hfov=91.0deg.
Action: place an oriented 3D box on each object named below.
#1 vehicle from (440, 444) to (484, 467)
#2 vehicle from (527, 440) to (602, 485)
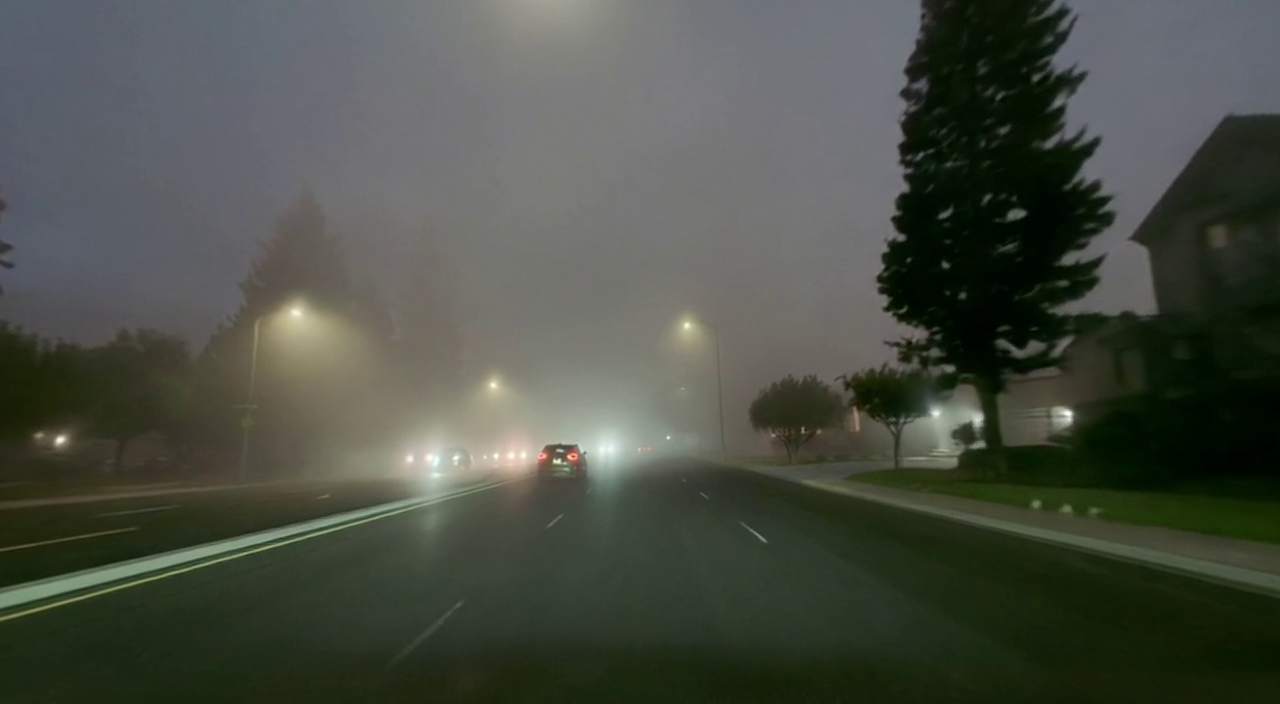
[{"bbox_3d":[-13.847,8.099,49.307,2.059,1.734,4.559,0,-9,1],"label":"vehicle"},{"bbox_3d":[-2.733,4.130,23.830,2.106,1.517,4.375,0,-9,2],"label":"vehicle"}]
